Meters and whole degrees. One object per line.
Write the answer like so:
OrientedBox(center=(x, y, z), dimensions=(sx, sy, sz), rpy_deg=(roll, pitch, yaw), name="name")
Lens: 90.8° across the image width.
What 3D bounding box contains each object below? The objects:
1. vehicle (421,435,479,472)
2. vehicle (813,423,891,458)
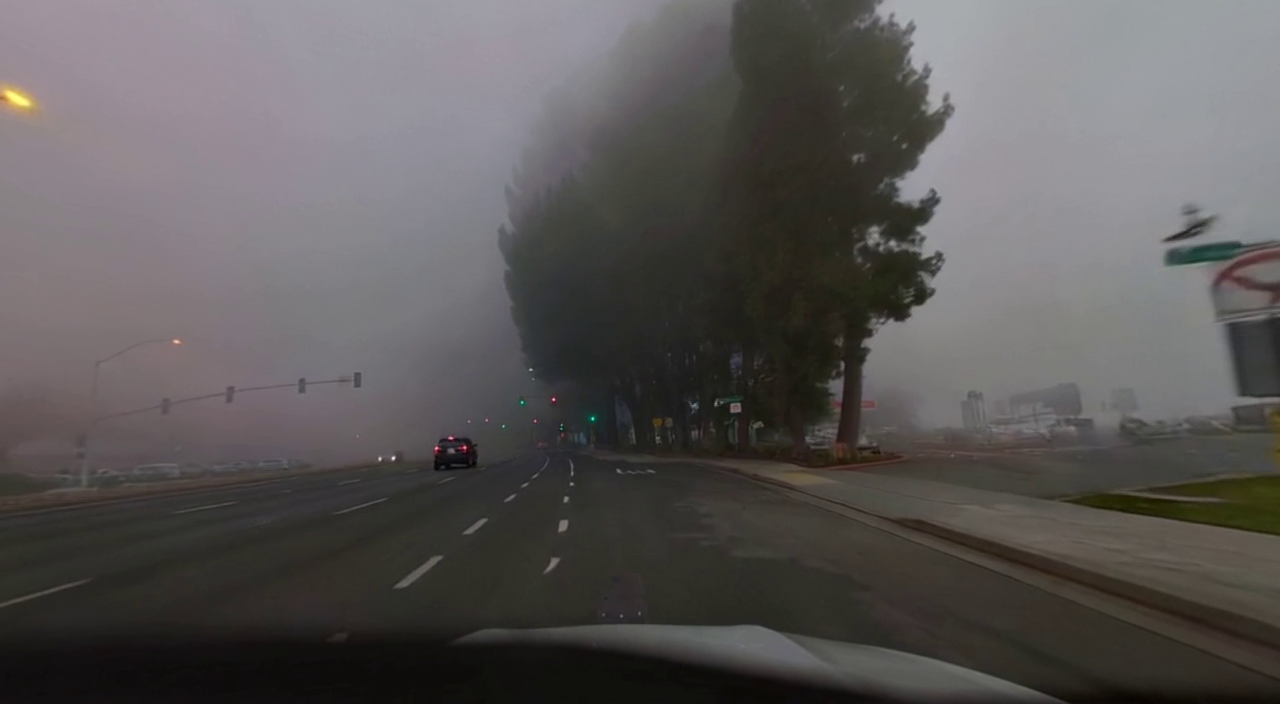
OrientedBox(center=(-9.819, 5.272, 33.004), dimensions=(1.985, 1.772, 4.479), rpy_deg=(0, -8, -4), name="vehicle")
OrientedBox(center=(10.178, 4.281, 30.746), dimensions=(2.076, 1.505, 4.770), rpy_deg=(-1, -7, -1), name="vehicle")
